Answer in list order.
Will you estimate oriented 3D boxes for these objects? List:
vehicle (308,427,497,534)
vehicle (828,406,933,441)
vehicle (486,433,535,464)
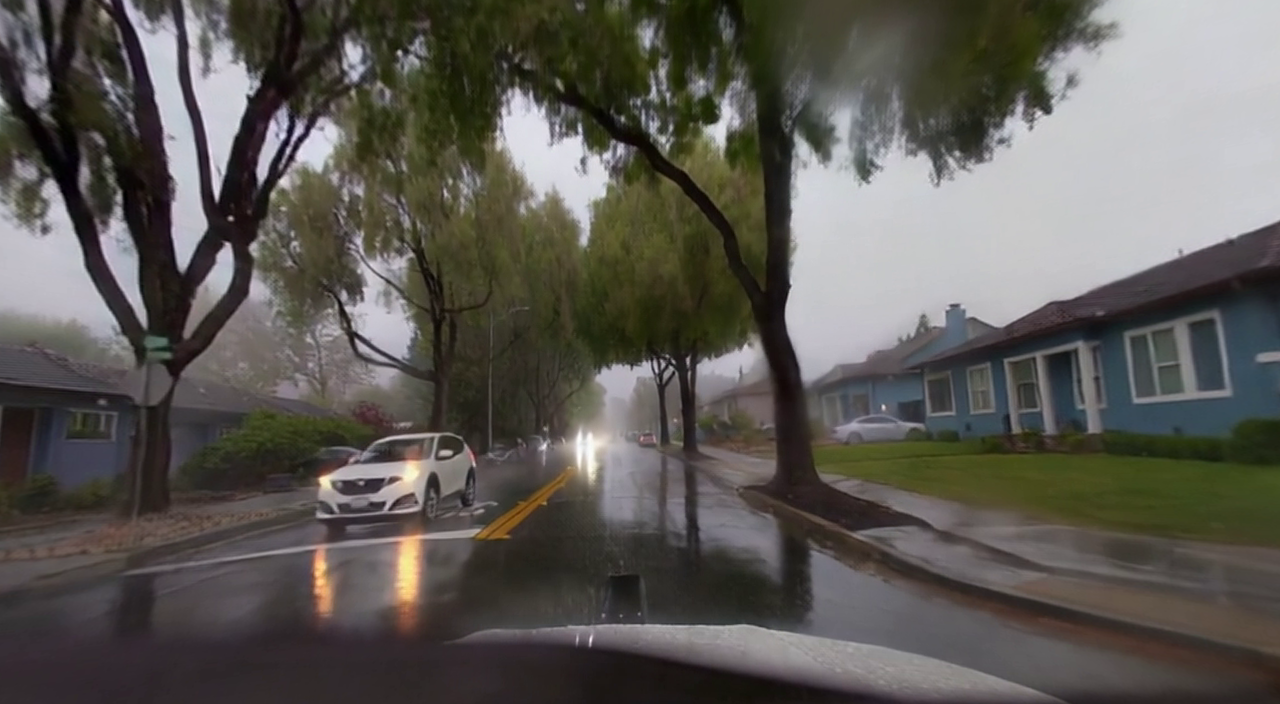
[{"bbox_3d":[-4.306,2.376,12.362,1.973,1.683,4.400,0,-8,0],"label":"vehicle"},{"bbox_3d":[11.705,3.536,31.023,4.389,1.480,2.038,-4,-8,8],"label":"vehicle"},{"bbox_3d":[-7.413,5.559,36.544,2.031,1.662,4.194,0,-8,-1],"label":"vehicle"}]
